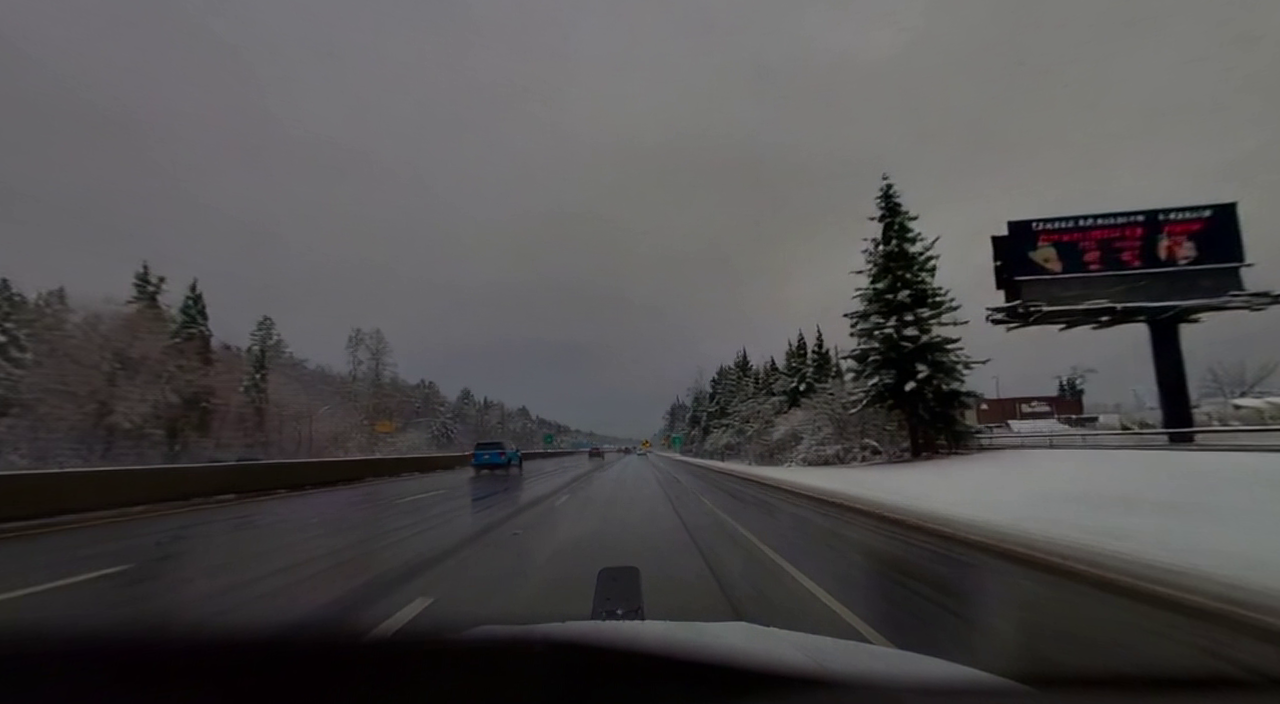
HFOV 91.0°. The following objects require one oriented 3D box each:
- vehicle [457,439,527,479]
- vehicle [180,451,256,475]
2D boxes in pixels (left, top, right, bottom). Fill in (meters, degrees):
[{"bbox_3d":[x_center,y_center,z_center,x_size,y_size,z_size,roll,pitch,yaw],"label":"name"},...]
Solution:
[{"bbox_3d":[-6.893,5.029,29.893,2.055,1.683,4.804,0,-9,1],"label":"vehicle"},{"bbox_3d":[-28.501,7.487,42.727,1.881,1.524,4.579,0,-9,1],"label":"vehicle"}]
